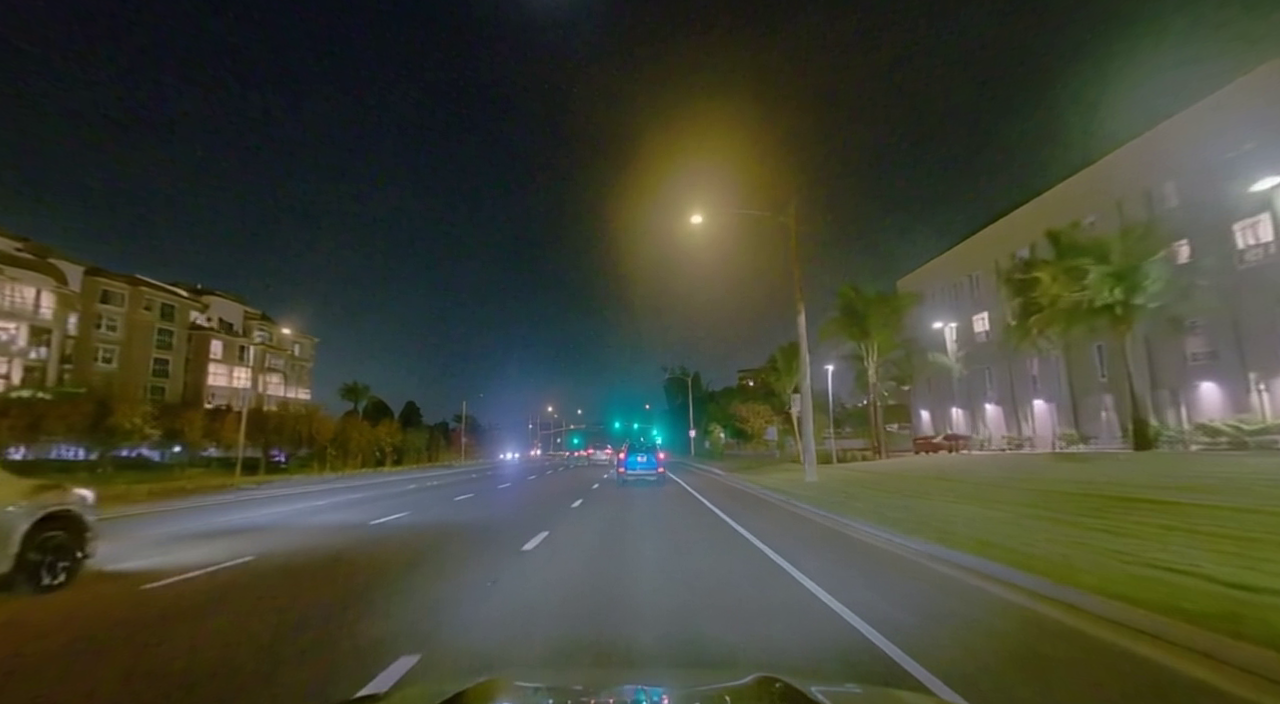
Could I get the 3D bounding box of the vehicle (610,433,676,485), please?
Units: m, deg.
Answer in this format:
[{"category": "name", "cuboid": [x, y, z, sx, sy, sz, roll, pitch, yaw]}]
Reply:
[{"category": "vehicle", "cuboid": [0.088, 3.858, 22.987, 2.198, 1.706, 4.166, 0, -9, 0]}]
